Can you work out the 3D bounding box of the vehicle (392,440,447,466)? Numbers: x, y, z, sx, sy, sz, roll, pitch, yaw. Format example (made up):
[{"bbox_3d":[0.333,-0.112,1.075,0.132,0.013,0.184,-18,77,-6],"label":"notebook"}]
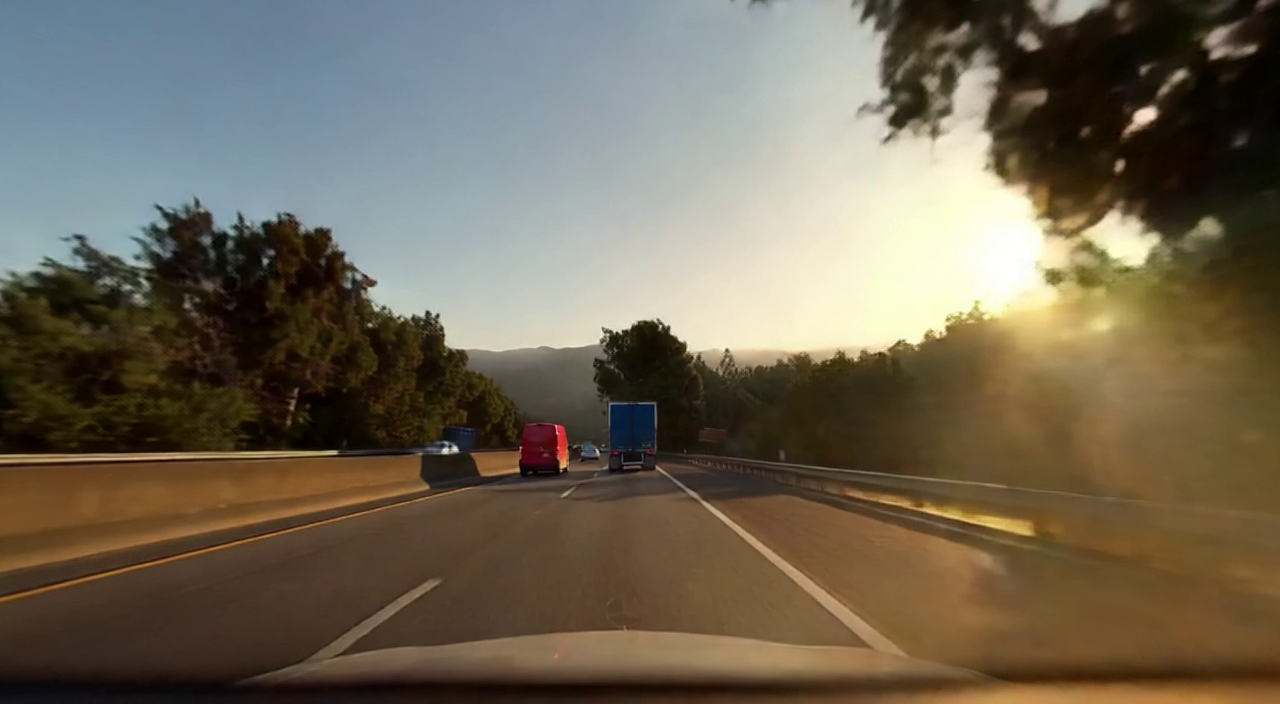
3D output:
[{"bbox_3d":[-13.656,6.290,39.320,1.897,1.471,4.275,0,-9,0],"label":"vehicle"}]

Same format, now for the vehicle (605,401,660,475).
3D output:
[{"bbox_3d":[-0.451,5.514,39.724,2.995,4.036,10.311,0,-9,-1],"label":"vehicle"}]

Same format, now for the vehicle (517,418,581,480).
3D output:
[{"bbox_3d":[-4.431,4.902,31.774,2.357,2.786,6.144,0,-9,-1],"label":"vehicle"}]
